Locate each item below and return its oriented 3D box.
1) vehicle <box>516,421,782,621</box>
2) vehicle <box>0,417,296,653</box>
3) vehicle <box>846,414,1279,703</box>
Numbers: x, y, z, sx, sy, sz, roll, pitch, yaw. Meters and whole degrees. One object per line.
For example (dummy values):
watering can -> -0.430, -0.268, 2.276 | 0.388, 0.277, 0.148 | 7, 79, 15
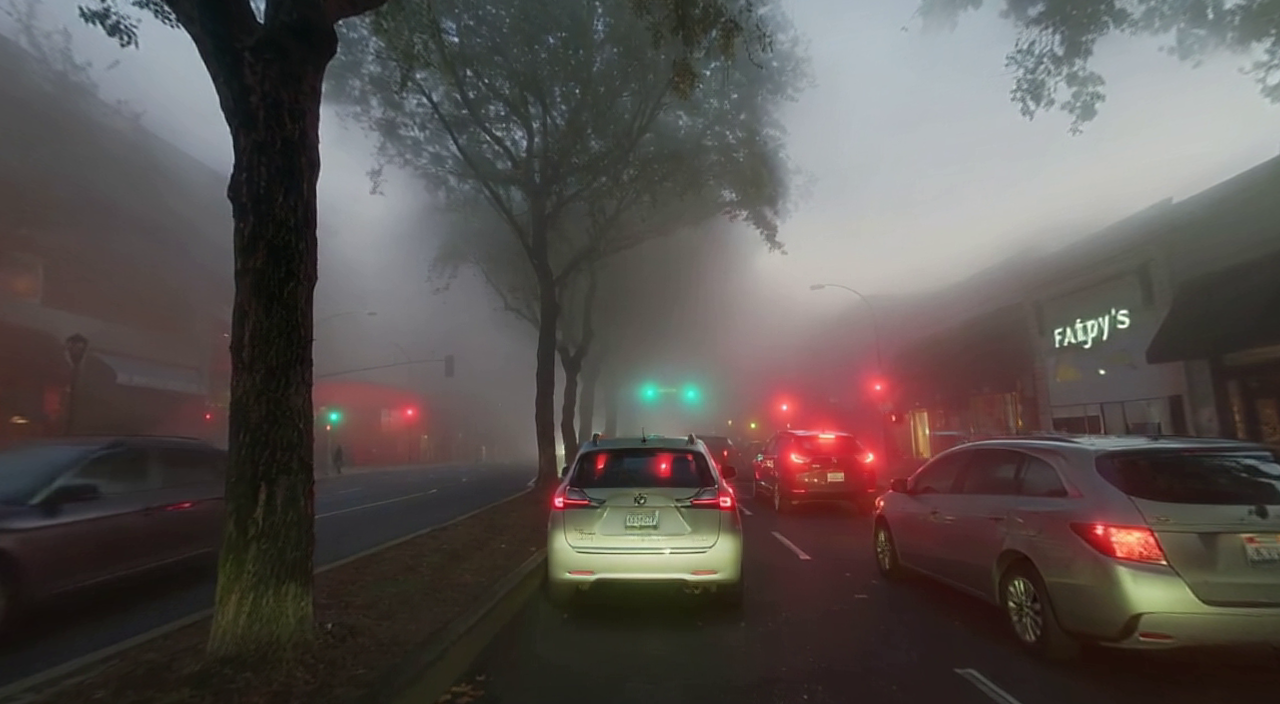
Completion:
vehicle -> 0.062, 1.548, 6.616 | 2.006, 1.487, 3.535 | 0, -9, 0
vehicle -> -5.181, 1.386, 5.315 | 1.898, 1.542, 4.689 | 0, -9, 0
vehicle -> 3.402, 1.370, 5.301 | 1.988, 1.480, 4.195 | 0, -9, 1
